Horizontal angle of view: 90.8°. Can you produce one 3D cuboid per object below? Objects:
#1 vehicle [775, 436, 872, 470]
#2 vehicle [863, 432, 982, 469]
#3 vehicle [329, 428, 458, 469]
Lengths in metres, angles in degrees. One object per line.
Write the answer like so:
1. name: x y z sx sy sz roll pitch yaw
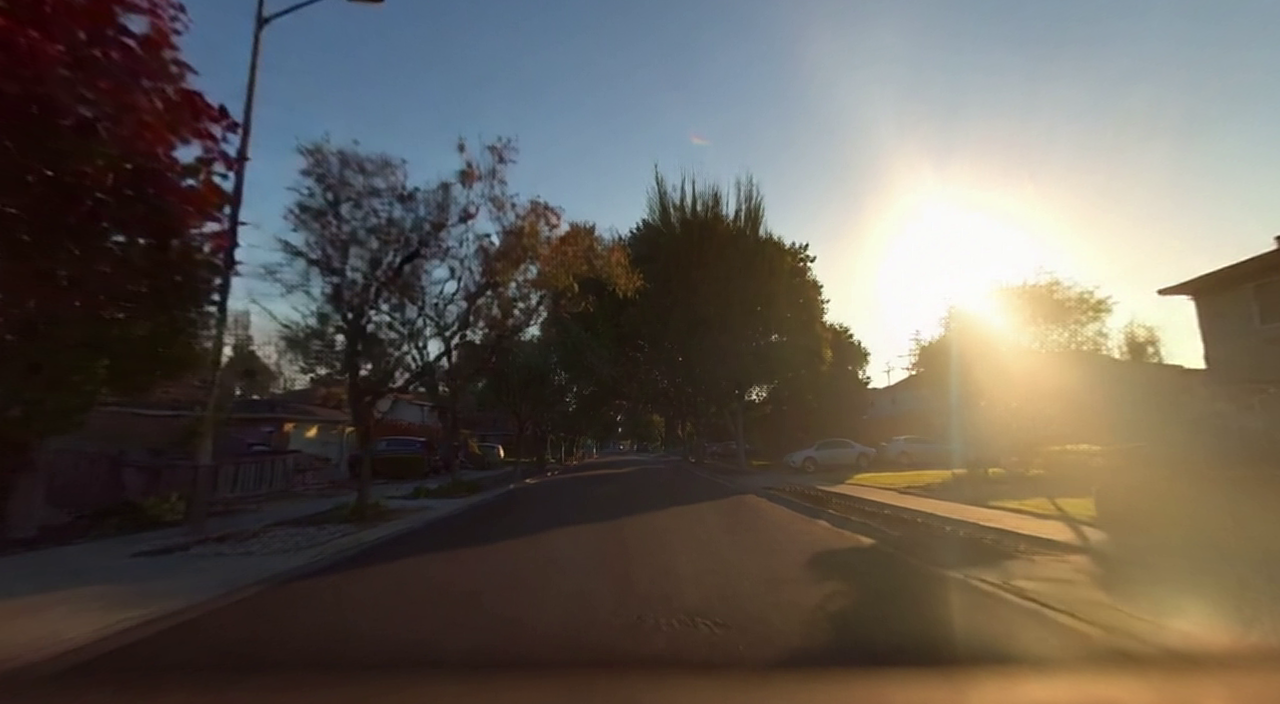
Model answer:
1. vehicle: 9.791 5.413 33.923 4.582 1.719 1.947 0 -8 -1
2. vehicle: 15.265 5.326 34.338 5.395 1.917 2.153 0 -9 -2
3. vehicle: -12.501 4.929 32.374 5.618 1.997 2.201 0 -9 -1
